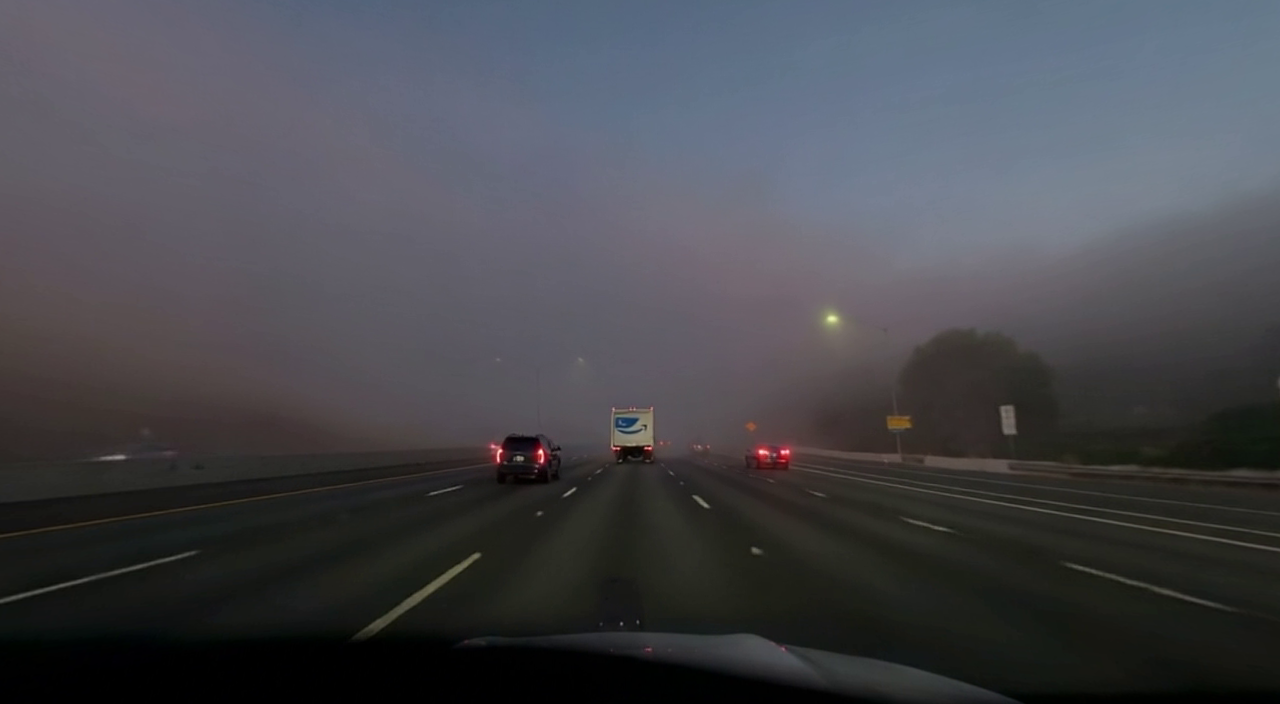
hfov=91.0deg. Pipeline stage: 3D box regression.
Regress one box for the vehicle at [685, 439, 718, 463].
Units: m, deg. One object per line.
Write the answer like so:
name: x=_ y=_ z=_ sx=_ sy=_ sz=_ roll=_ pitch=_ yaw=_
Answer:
vehicle: x=4.537 y=7.349 z=46.690 sx=2.067 sy=1.654 sz=3.985 roll=0 pitch=-9 yaw=0

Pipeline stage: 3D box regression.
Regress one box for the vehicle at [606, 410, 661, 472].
vehicle: x=-0.301 y=4.428 z=31.159 sx=2.456 sy=2.705 sz=6.251 roll=1 pitch=-9 yaw=0

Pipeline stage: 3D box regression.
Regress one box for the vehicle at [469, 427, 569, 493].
vehicle: x=-3.435 y=3.166 z=18.741 sx=2.095 sy=1.688 sz=4.188 roll=0 pitch=-9 yaw=1

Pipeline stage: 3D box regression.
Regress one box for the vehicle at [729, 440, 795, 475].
vehicle: x=5.572 y=4.886 z=29.387 sx=1.970 sy=1.499 sz=4.491 roll=1 pitch=-9 yaw=-3
